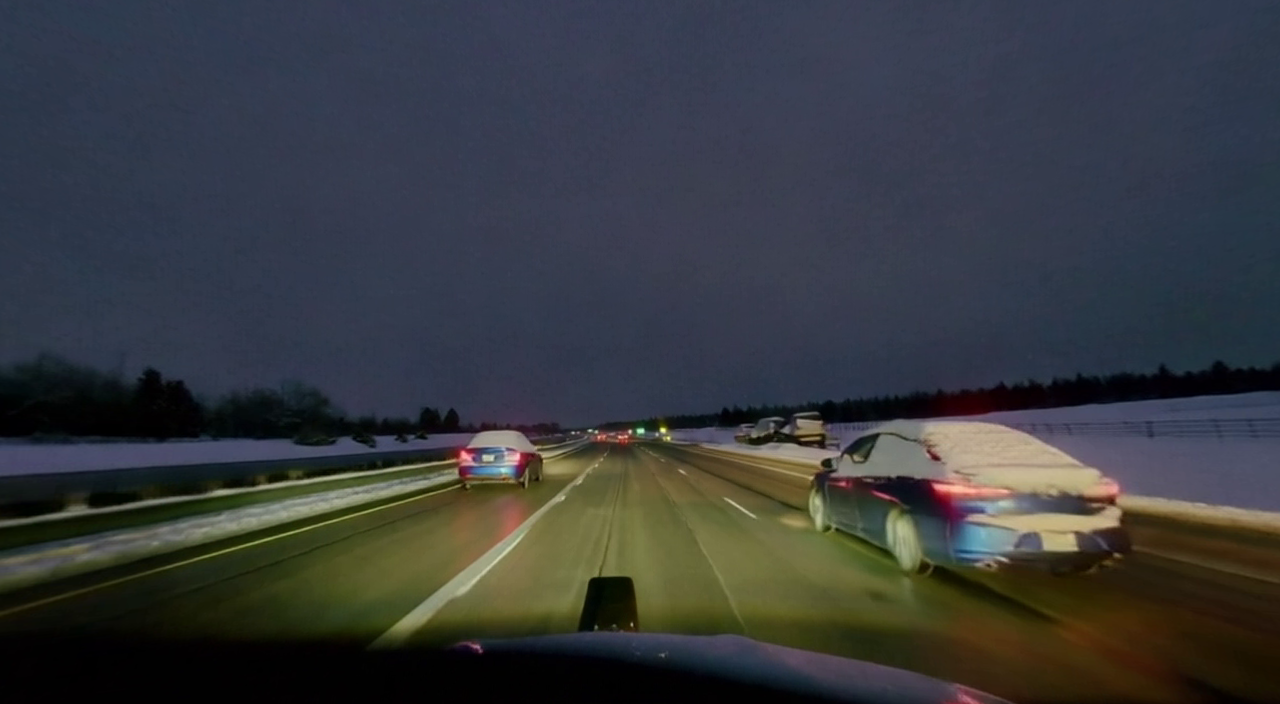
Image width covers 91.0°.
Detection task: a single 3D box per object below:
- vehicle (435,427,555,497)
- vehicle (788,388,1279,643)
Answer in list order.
[{"bbox_3d":[-3.687,2.892,16.926,2.206,1.604,4.374,-1,-8,0],"label":"vehicle"},{"bbox_3d":[3.227,1.368,6.312,2.349,1.651,4.161,0,-8,-2],"label":"vehicle"}]
